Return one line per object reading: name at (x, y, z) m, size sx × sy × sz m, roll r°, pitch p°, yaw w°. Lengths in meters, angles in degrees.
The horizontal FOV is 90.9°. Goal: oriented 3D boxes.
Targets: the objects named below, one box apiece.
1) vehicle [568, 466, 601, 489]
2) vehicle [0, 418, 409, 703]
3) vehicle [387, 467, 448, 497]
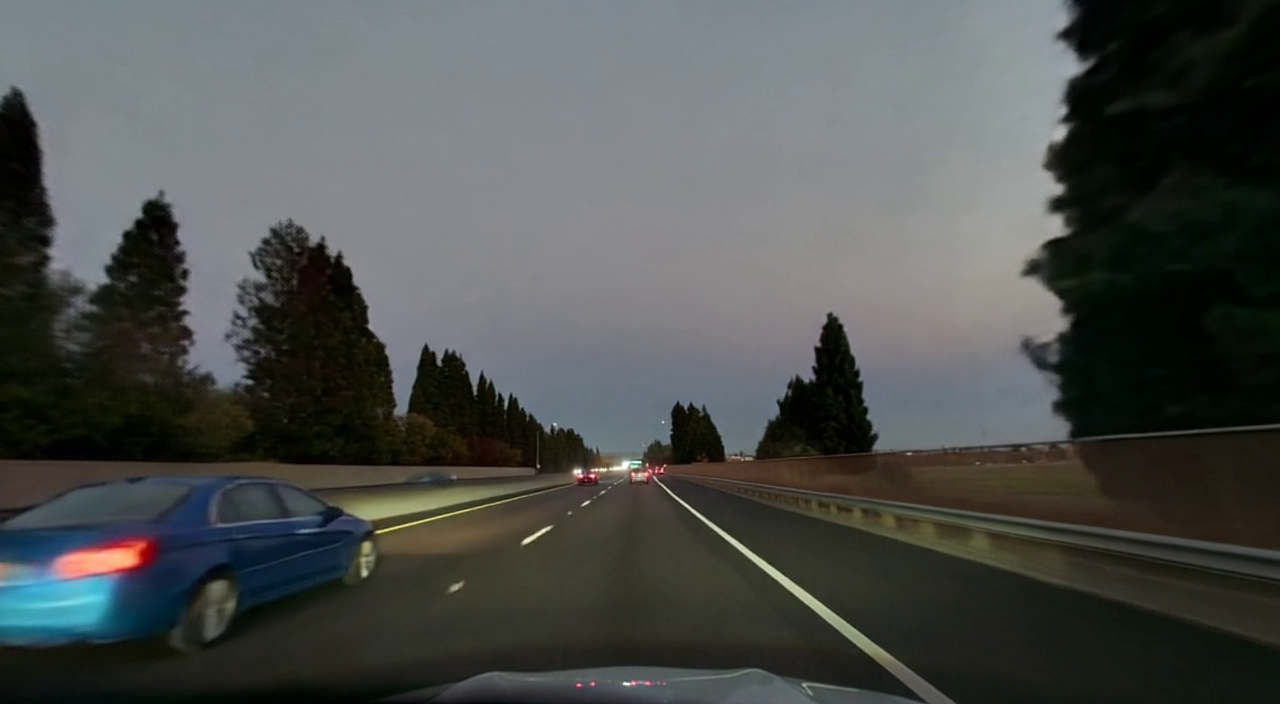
vehicle at (-4.036, 9.208, 46.391) m, size 2.109 × 1.532 × 4.234 m, roll 1°, pitch -11°, yaw 0°
vehicle at (-3.715, 1.465, 5.082) m, size 2.047 × 1.523 × 4.279 m, roll 1°, pitch -11°, yaw 0°
vehicle at (-12.375, 7.253, 35.322) m, size 1.977 × 1.532 × 3.760 m, roll 0°, pitch -11°, yaw 0°
